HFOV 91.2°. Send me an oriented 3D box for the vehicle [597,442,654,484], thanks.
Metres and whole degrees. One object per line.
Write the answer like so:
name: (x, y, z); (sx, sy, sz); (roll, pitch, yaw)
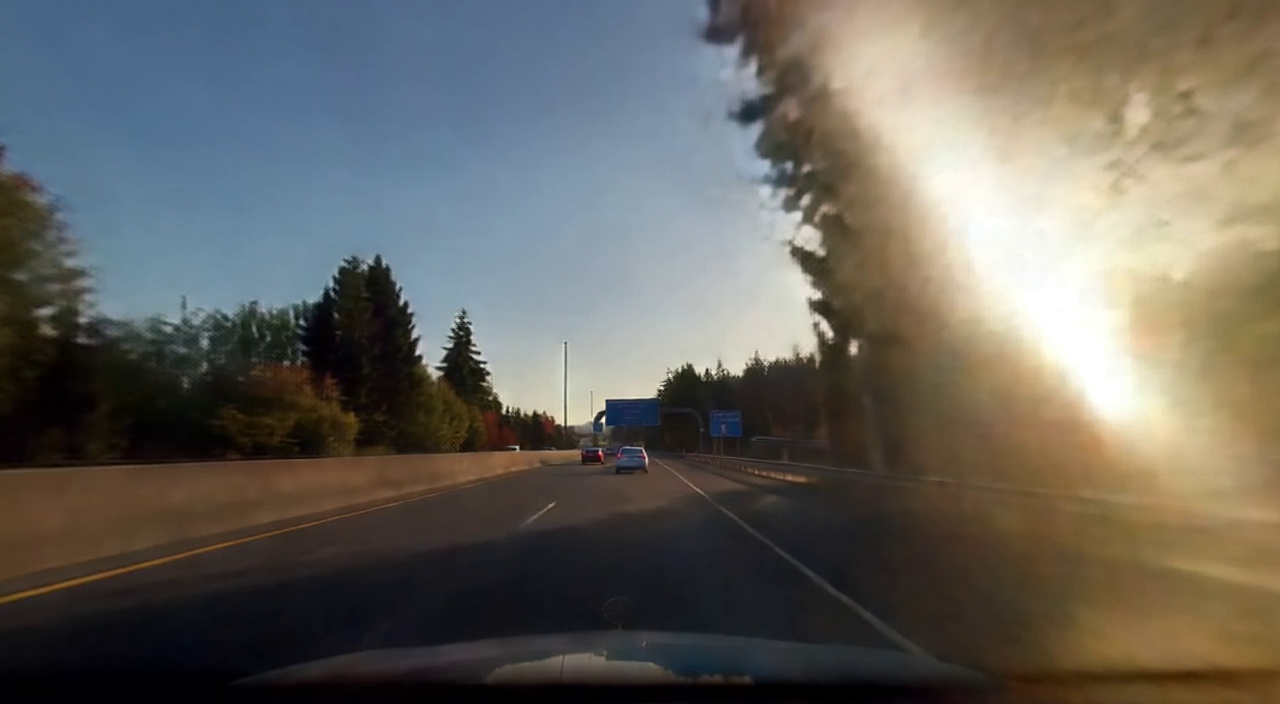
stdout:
vehicle: (-0.549, 4.321, 24.694); (2.066, 1.490, 3.759); (-1, -9, 0)
